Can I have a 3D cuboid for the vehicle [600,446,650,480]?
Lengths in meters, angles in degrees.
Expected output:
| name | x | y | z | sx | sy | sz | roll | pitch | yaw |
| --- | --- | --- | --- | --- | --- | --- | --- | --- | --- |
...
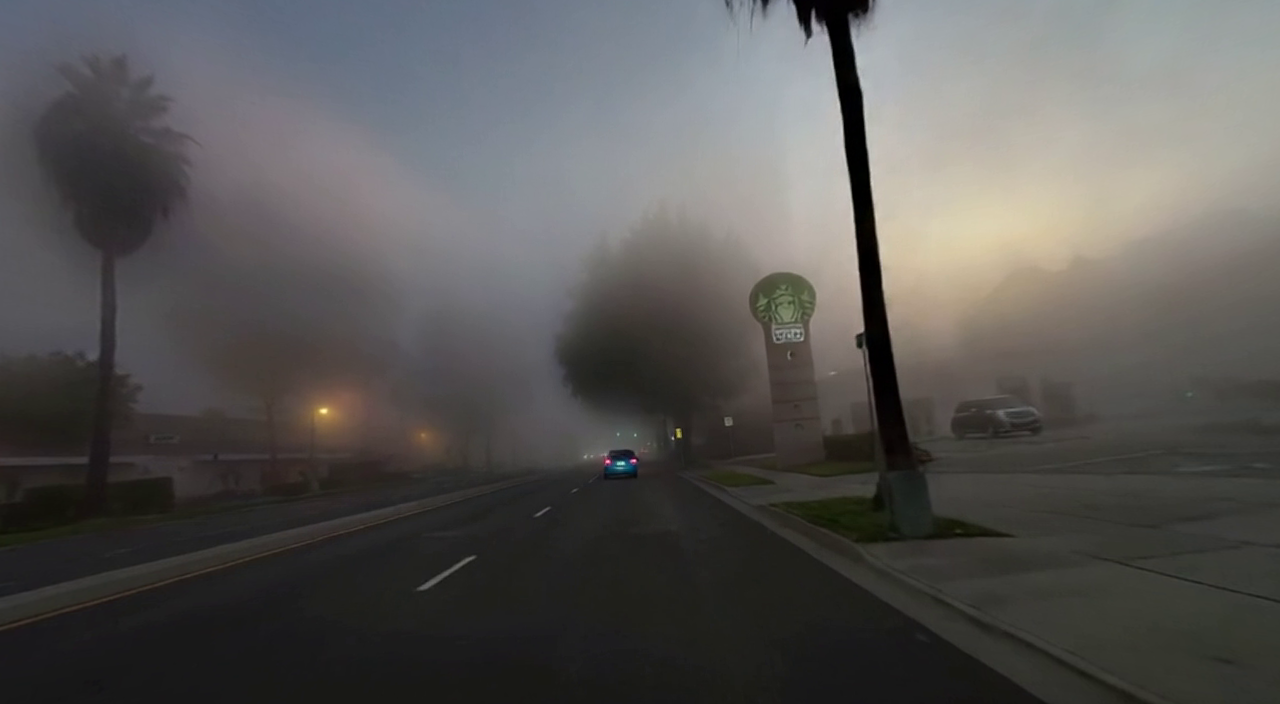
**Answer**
| name | x | y | z | sx | sy | sz | roll | pitch | yaw |
| --- | --- | --- | --- | --- | --- | --- | --- | --- | --- |
| vehicle | -0.647 | 5.172 | 29.747 | 2.156 | 1.462 | 4.495 | 0 | -8 | 0 |
